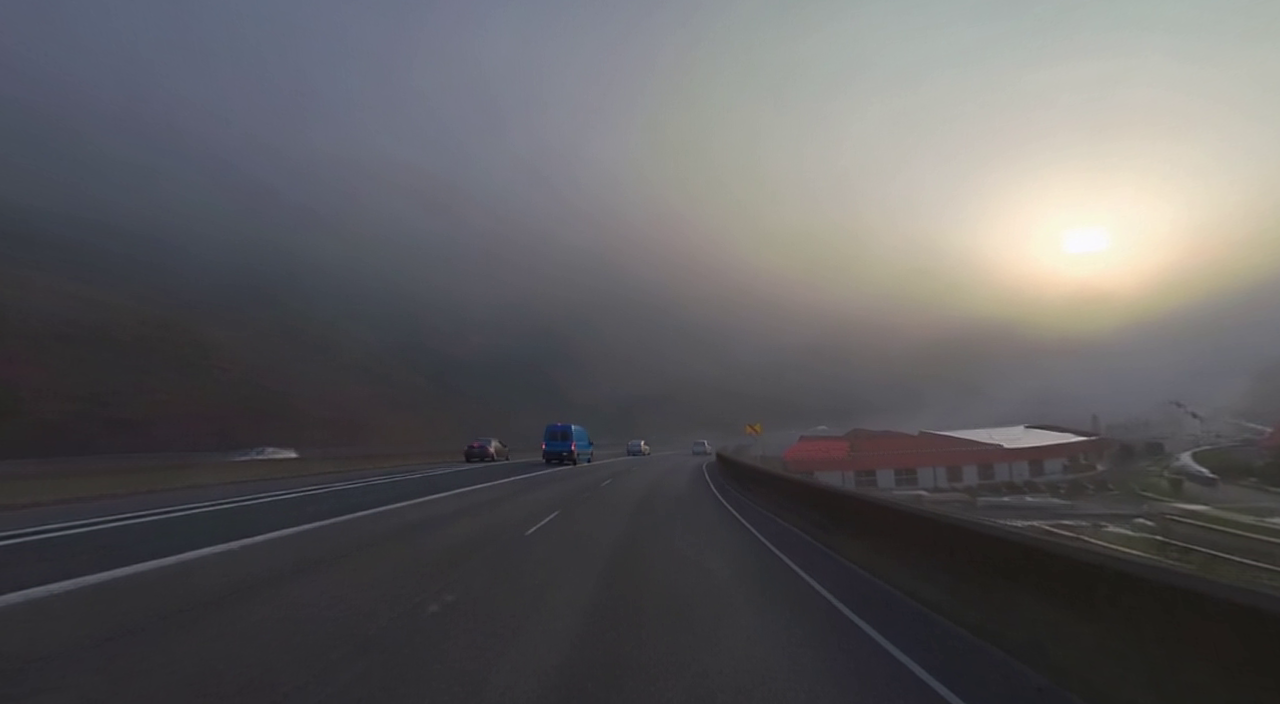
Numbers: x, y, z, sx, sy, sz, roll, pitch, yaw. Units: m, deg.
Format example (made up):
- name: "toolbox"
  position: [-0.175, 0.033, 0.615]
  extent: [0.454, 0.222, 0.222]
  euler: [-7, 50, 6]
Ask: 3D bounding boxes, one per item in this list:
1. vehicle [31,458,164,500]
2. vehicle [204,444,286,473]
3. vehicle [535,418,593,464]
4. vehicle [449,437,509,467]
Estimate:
- name: "vehicle"
  position: [-21.331, 4.970, 25.060]
  extent: [1.764, 1.429, 3.851]
  euler: [0, -8, 2]
- name: "vehicle"
  position: [-25.268, 6.810, 40.659]
  extent: [2.042, 1.739, 4.580]
  euler: [-1, -8, 4]
- name: "vehicle"
  position: [-4.784, 5.761, 40.909]
  extent: [2.314, 2.703, 6.441]
  euler: [-1, -8, 6]
- name: "vehicle"
  position: [-8.769, 5.498, 34.825]
  extent: [1.821, 1.524, 4.342]
  euler: [-1, -8, 6]
